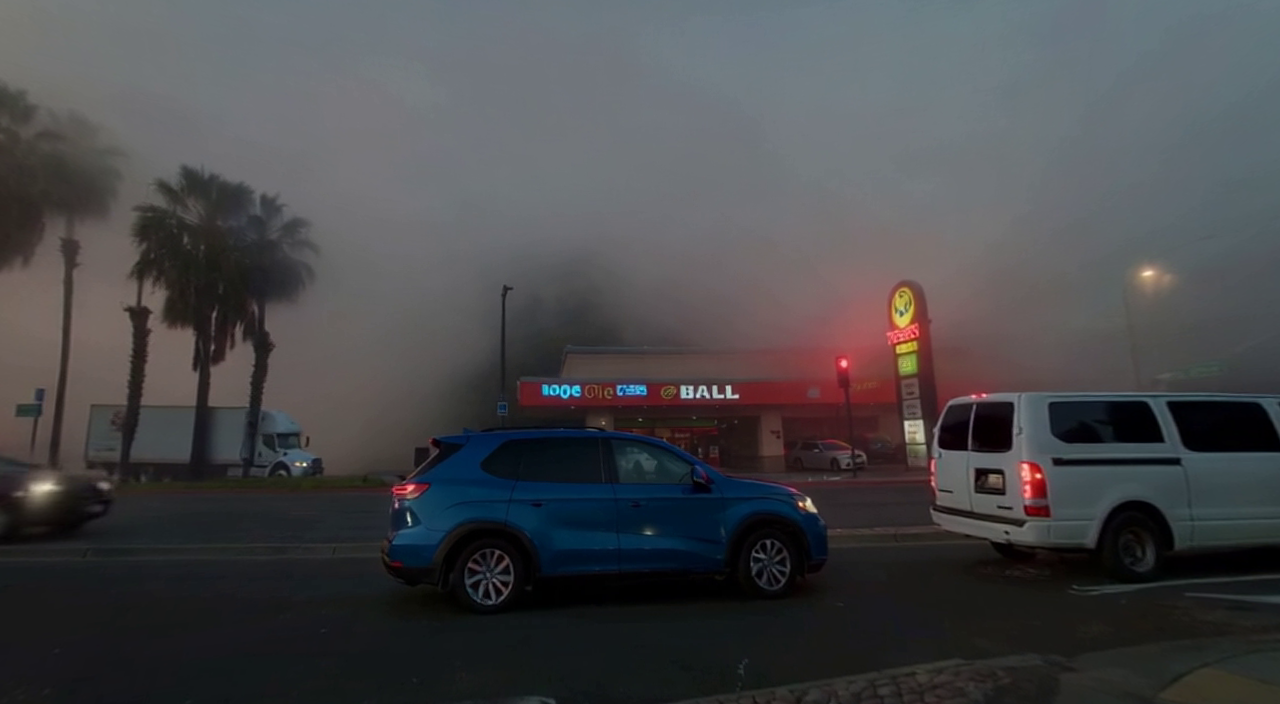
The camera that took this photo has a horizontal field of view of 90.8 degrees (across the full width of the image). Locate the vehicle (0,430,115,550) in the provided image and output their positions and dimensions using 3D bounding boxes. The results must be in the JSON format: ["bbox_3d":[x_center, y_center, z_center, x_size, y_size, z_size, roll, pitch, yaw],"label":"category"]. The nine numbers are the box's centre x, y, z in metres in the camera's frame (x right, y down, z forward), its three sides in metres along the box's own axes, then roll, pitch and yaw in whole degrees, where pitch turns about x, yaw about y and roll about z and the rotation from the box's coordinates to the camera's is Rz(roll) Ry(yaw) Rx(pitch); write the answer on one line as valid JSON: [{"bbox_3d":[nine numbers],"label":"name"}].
[{"bbox_3d":[-10.970,1.999,9.396,4.280,1.625,2.062,1,-9,-7],"label":"vehicle"}]

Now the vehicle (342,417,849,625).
[{"bbox_3d":[-0.421,1.624,6.764,4.493,1.728,2.137,1,-9,-8],"label":"vehicle"}]

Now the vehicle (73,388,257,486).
[{"bbox_3d":[-21.537,4.017,29.444,3.034,3.929,7.699,1,-9,-6],"label":"vehicle"}]

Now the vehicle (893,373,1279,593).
[{"bbox_3d":[6.782,1.528,7.930,6.246,2.202,2.277,1,-9,-7],"label":"vehicle"}]
